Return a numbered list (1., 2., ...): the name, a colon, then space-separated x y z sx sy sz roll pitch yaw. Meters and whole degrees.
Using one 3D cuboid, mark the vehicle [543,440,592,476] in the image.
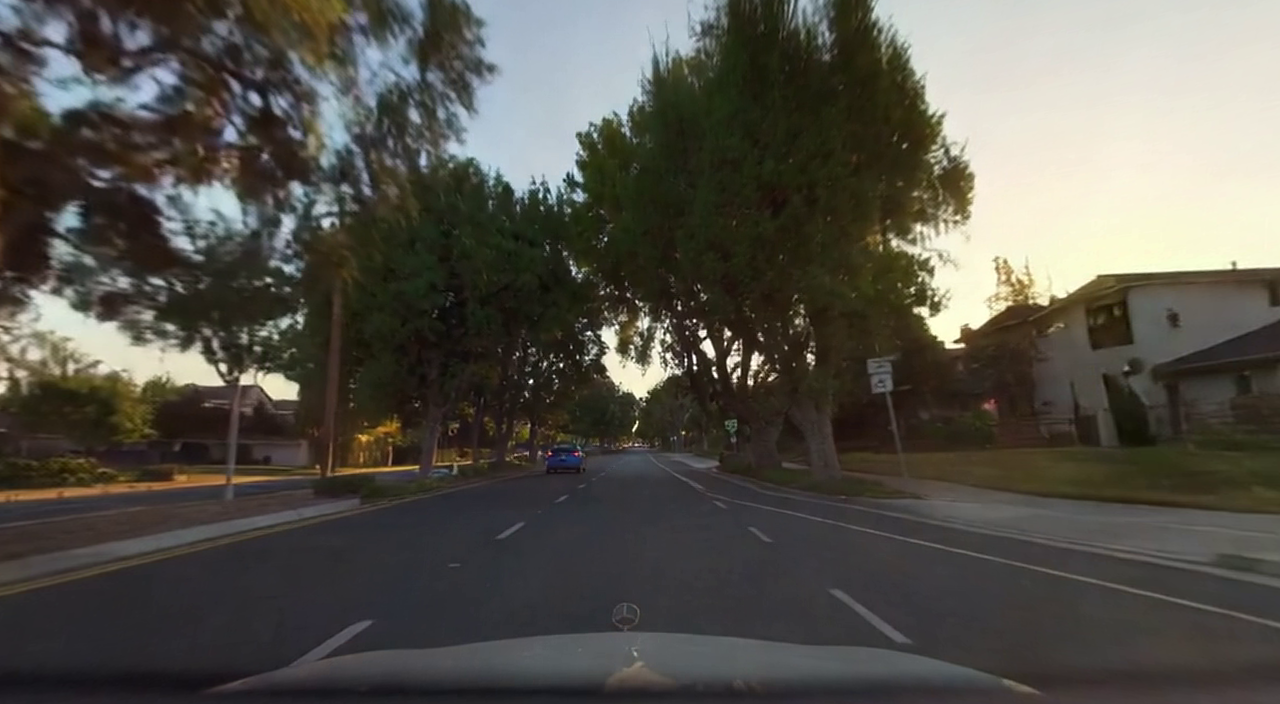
1. vehicle: -3.713 5.467 32.939 1.993 1.733 4.262 0 -8 1
